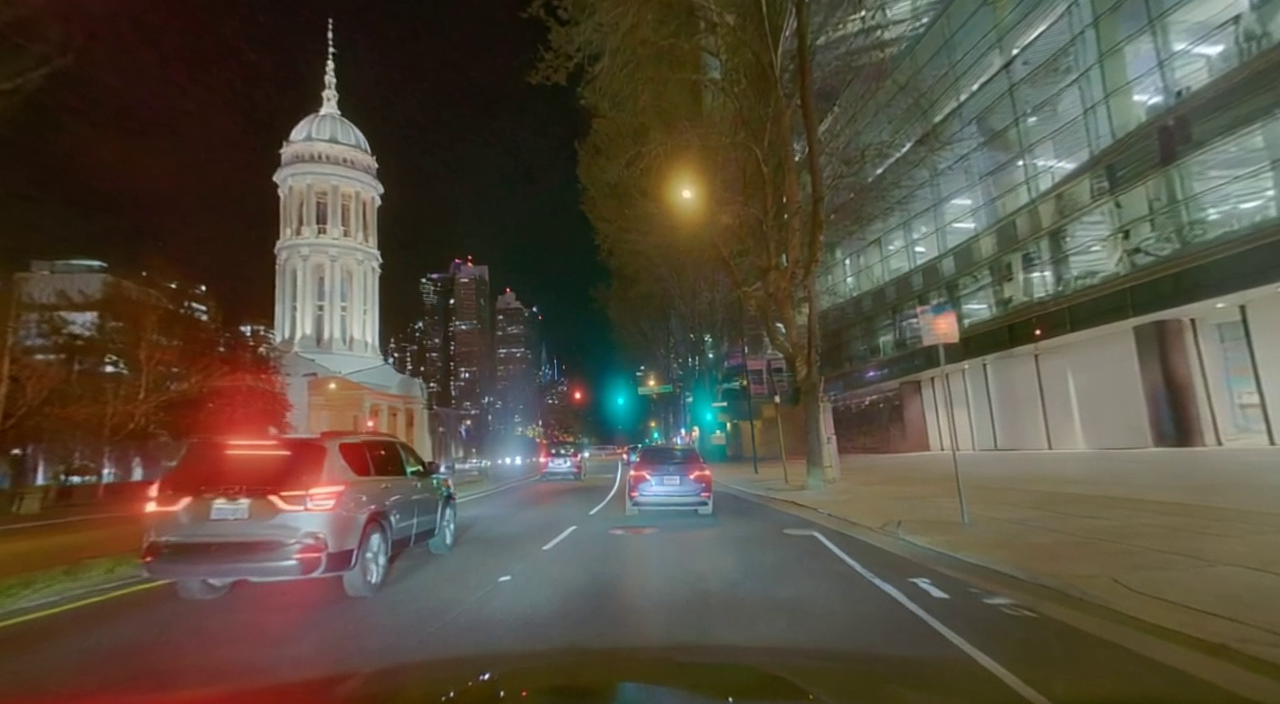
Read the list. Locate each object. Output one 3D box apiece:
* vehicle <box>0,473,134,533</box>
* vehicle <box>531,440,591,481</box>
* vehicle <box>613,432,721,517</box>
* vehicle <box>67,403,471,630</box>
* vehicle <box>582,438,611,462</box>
[{"bbox_3d":[-20.951,5.312,22.627,1.864,1.688,4.558,0,-9,-2],"label":"vehicle"},{"bbox_3d":[-3.125,4.379,25.808,1.961,1.517,4.202,0,-9,-1],"label":"vehicle"},{"bbox_3d":[0.425,2.475,13.226,1.933,1.504,3.802,0,-9,-2],"label":"vehicle"},{"bbox_3d":[-3.211,1.476,6.509,1.848,1.641,3.686,0,-9,1],"label":"vehicle"},{"bbox_3d":[-3.329,7.599,49.041,1.969,1.764,4.160,0,-9,-1],"label":"vehicle"}]
